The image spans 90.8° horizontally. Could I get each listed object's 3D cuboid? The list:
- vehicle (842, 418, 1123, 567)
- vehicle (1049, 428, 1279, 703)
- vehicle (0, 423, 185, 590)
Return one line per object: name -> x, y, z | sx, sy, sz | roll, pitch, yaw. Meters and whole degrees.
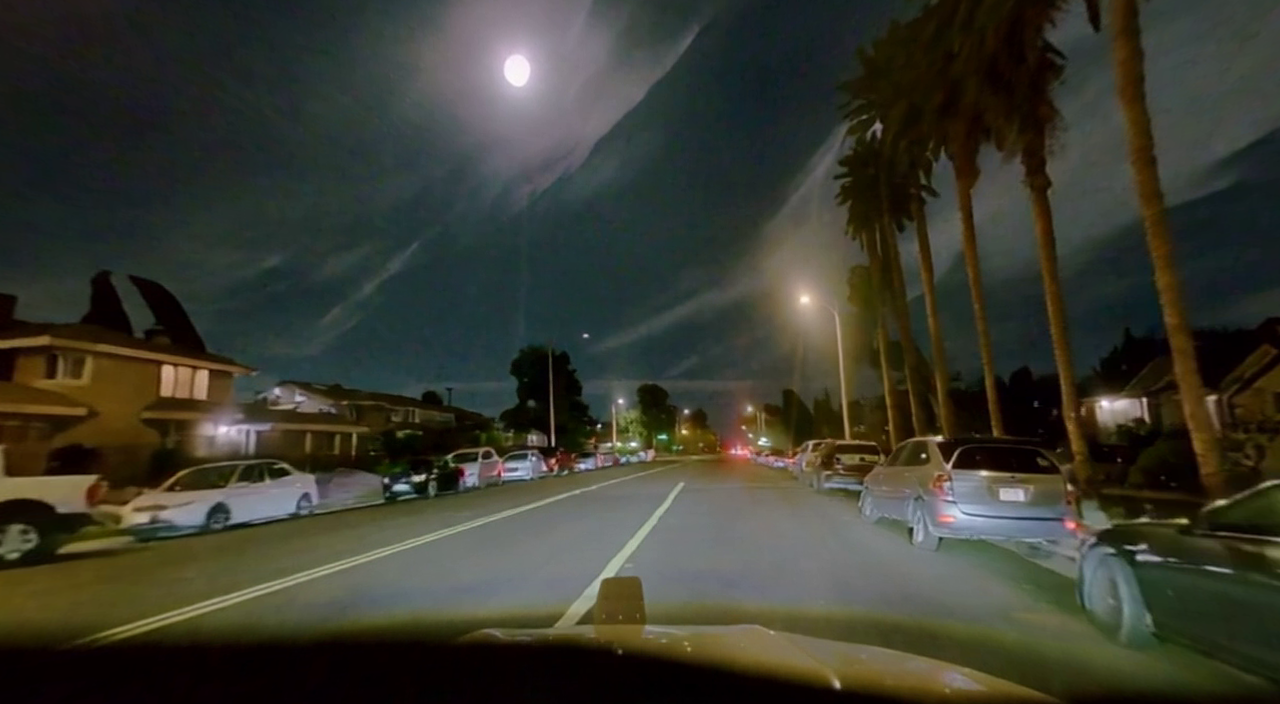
vehicle -> 4.611, 1.928, 9.463 | 2.016, 1.670, 4.372 | -1, -8, 5
vehicle -> 3.954, 1.060, 2.750 | 2.001, 1.461, 4.492 | -2, -8, 10
vehicle -> -8.488, 1.788, 7.636 | 4.273, 1.772, 1.995 | 1, -8, -9
